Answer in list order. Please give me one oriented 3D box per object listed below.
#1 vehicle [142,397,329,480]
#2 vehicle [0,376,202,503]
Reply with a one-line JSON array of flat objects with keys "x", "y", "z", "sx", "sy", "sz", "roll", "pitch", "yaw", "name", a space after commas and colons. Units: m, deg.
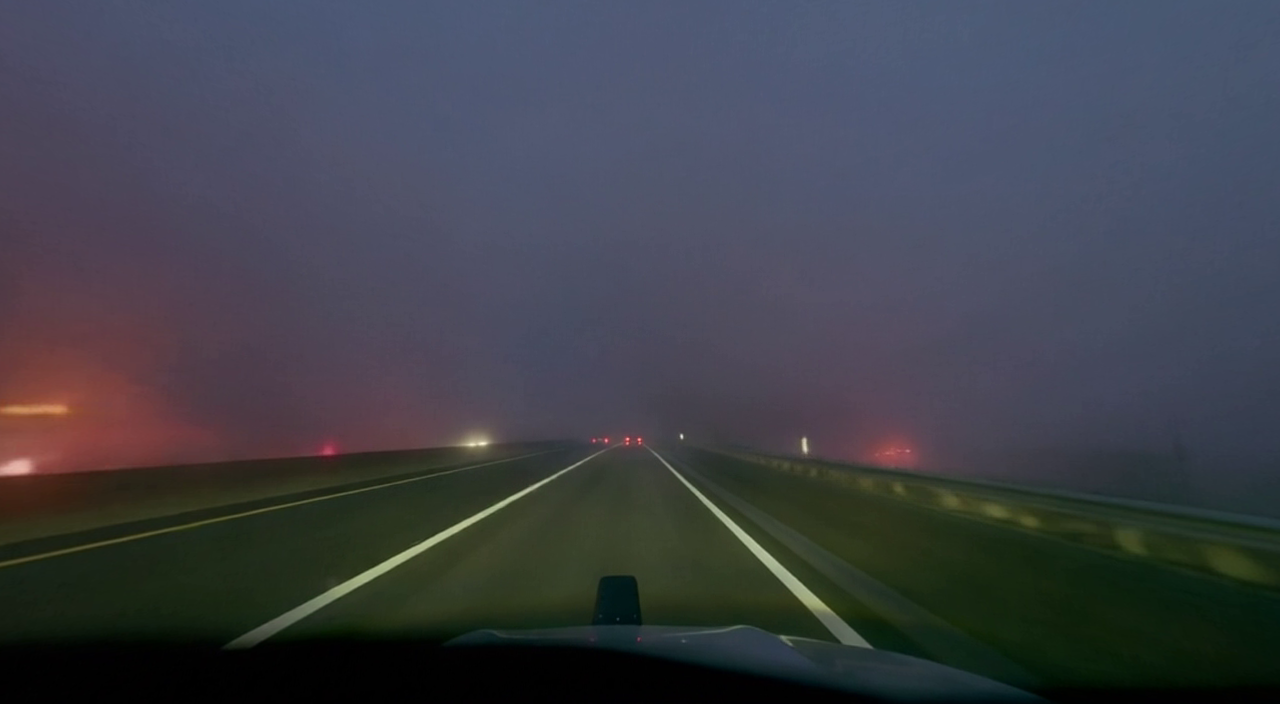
[{"x": -17.781, "y": 3.898, "z": 28.650, "sx": 2.820, "sy": 3.184, "sz": 8.570, "roll": 0, "pitch": -8, "yaw": 0, "name": "vehicle"}, {"x": -17.622, "y": 2.675, "z": 19.500, "sx": 2.875, "sy": 3.201, "sz": 7.109, "roll": 0, "pitch": -8, "yaw": -1, "name": "vehicle"}]
